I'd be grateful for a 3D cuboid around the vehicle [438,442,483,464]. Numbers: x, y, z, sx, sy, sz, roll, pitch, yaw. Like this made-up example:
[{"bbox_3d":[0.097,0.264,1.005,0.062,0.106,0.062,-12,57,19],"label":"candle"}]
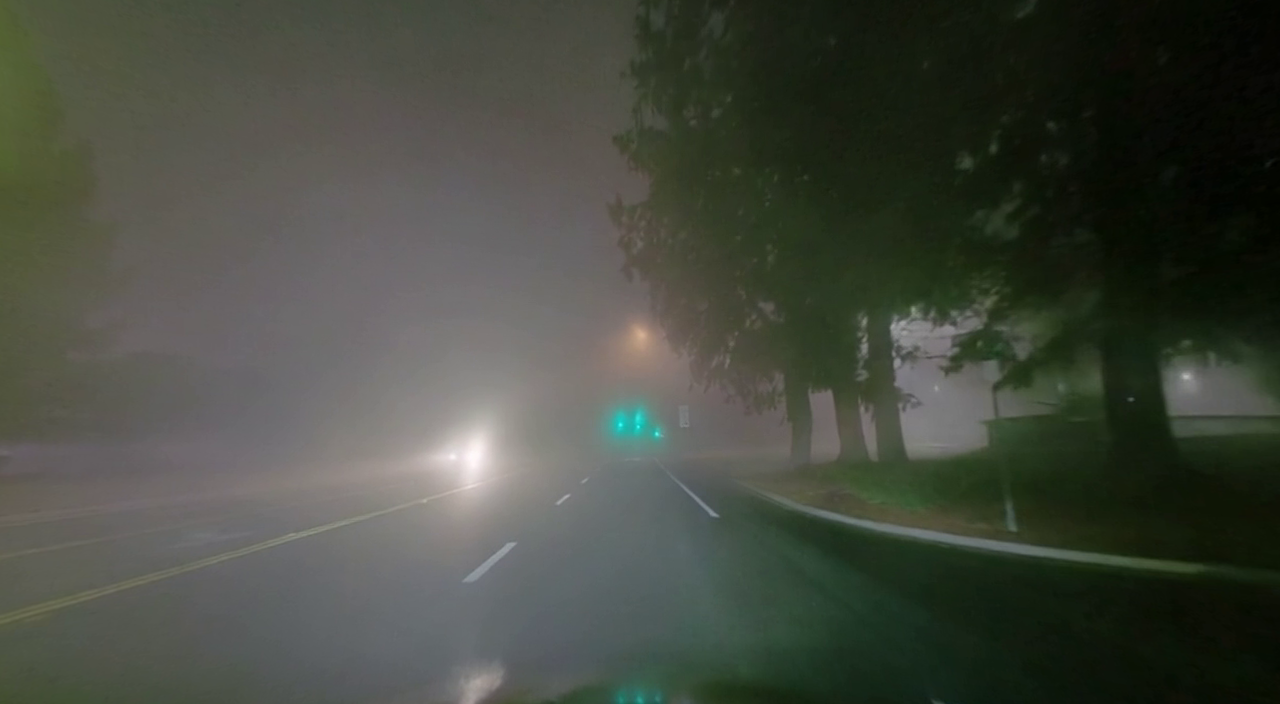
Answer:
[{"bbox_3d":[-13.395,7.548,47.498,2.078,1.573,4.533,0,-8,0],"label":"vehicle"}]
